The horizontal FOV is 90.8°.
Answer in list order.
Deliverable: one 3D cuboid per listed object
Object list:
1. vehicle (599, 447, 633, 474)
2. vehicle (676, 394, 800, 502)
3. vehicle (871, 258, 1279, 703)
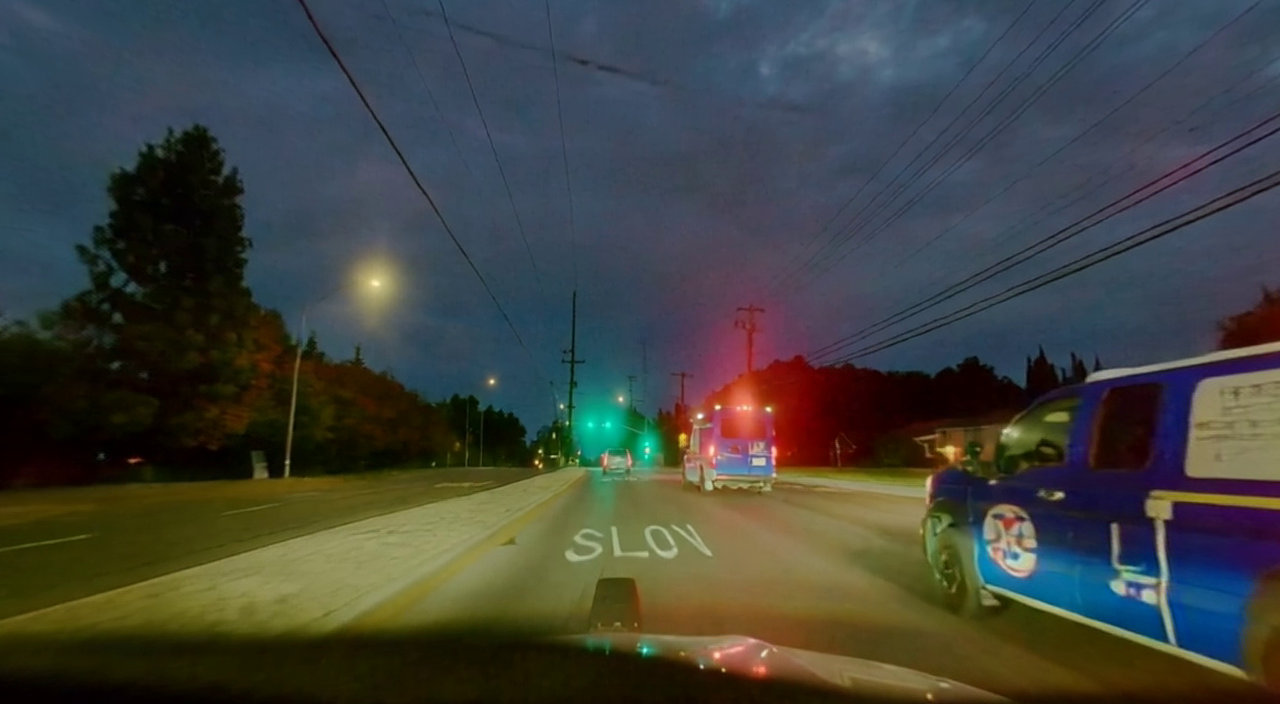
[{"bbox_3d":[-1.726,7.530,44.017,2.114,1.707,3.725,0,-9,-5],"label":"vehicle"},{"bbox_3d":[2.652,2.865,18.929,2.406,2.687,5.521,-1,-9,-4],"label":"vehicle"},{"bbox_3d":[3.182,0.769,2.918,2.194,1.922,4.822,-1,-9,-2],"label":"vehicle"}]
